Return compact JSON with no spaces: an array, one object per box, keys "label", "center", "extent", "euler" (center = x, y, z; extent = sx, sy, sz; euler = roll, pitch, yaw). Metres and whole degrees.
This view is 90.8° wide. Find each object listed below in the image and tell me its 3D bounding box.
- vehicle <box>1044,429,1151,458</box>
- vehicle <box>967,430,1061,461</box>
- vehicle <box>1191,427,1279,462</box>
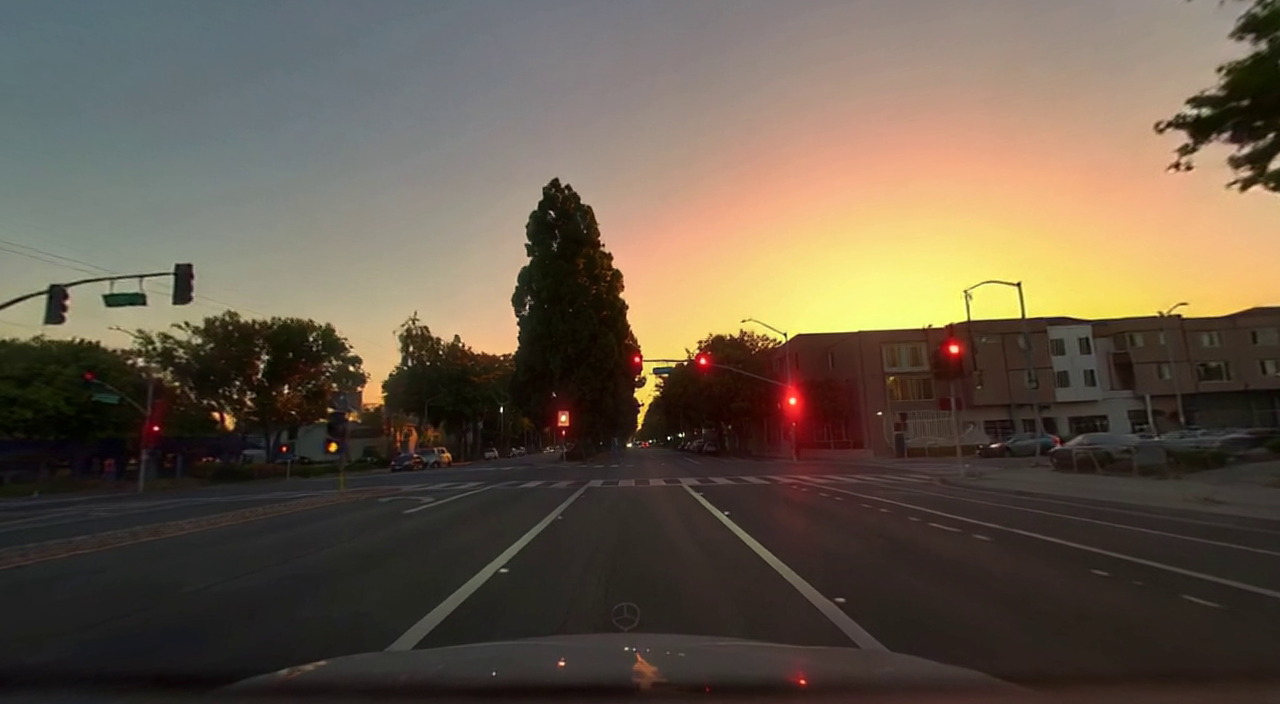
[{"label":"vehicle","center":[27.282,5.497,37.795],"extent":[4.910,1.644,2.032],"euler":[0,-9,-4]},{"label":"vehicle","center":[22.040,5.498,37.322],"extent":[4.323,1.746,1.872],"euler":[0,-9,-3]},{"label":"vehicle","center":[27.076,4.012,27.456],"extent":[4.461,1.455,1.909],"euler":[0,-8,-3]}]
